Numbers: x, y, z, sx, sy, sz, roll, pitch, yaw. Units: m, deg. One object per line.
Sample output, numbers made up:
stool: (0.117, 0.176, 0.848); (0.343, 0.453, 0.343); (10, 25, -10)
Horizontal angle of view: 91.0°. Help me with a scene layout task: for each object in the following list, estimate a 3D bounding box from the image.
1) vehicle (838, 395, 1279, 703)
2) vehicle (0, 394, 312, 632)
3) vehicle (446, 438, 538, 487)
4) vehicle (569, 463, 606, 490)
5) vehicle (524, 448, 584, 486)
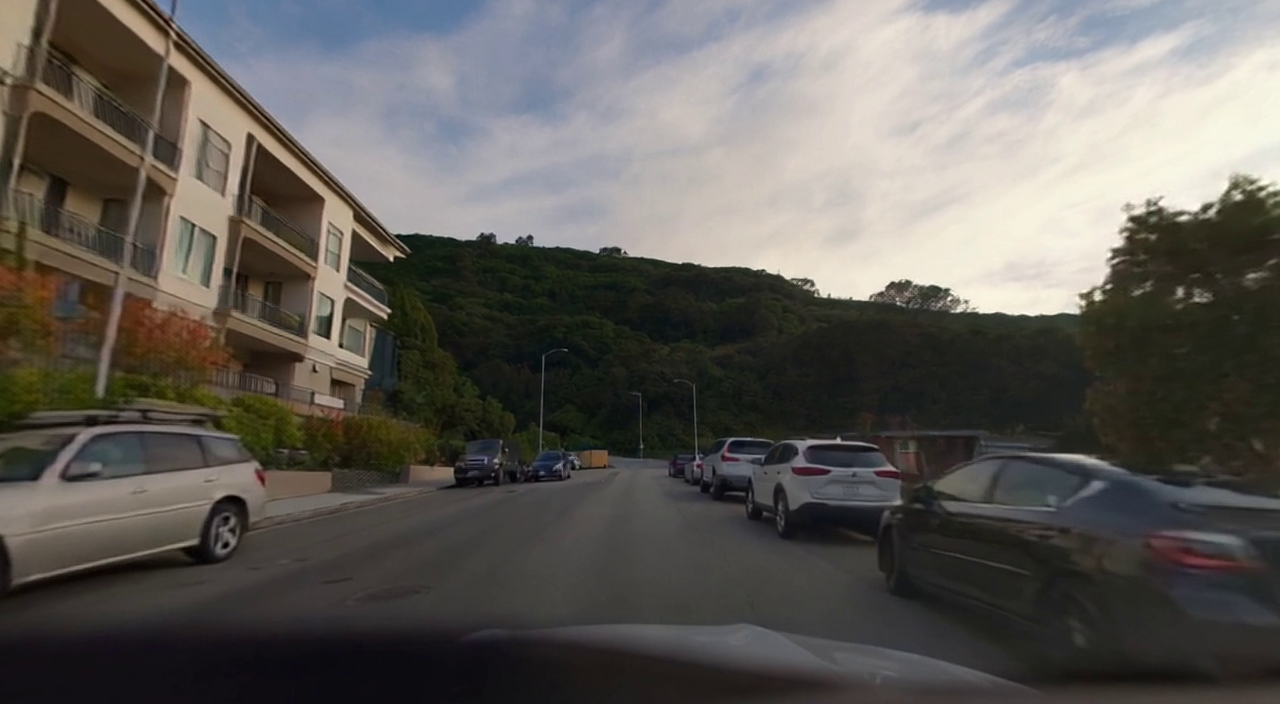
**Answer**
vehicle: (3.229, 1.306, 4.721); (1.926, 1.602, 4.433); (0, -9, -1)
vehicle: (-6.170, 1.505, 6.577); (2.374, 1.843, 5.638); (0, -9, 1)
vehicle: (-6.429, 4.885, 28.227); (2.692, 1.949, 5.948); (0, -9, 0)
vehicle: (-3.384, 8.273, 41.547); (2.102, 1.621, 4.627); (0, -13, -1)
vehicle: (-3.619, 4.940, 27.350); (1.856, 1.474, 4.522); (0, -9, 1)
